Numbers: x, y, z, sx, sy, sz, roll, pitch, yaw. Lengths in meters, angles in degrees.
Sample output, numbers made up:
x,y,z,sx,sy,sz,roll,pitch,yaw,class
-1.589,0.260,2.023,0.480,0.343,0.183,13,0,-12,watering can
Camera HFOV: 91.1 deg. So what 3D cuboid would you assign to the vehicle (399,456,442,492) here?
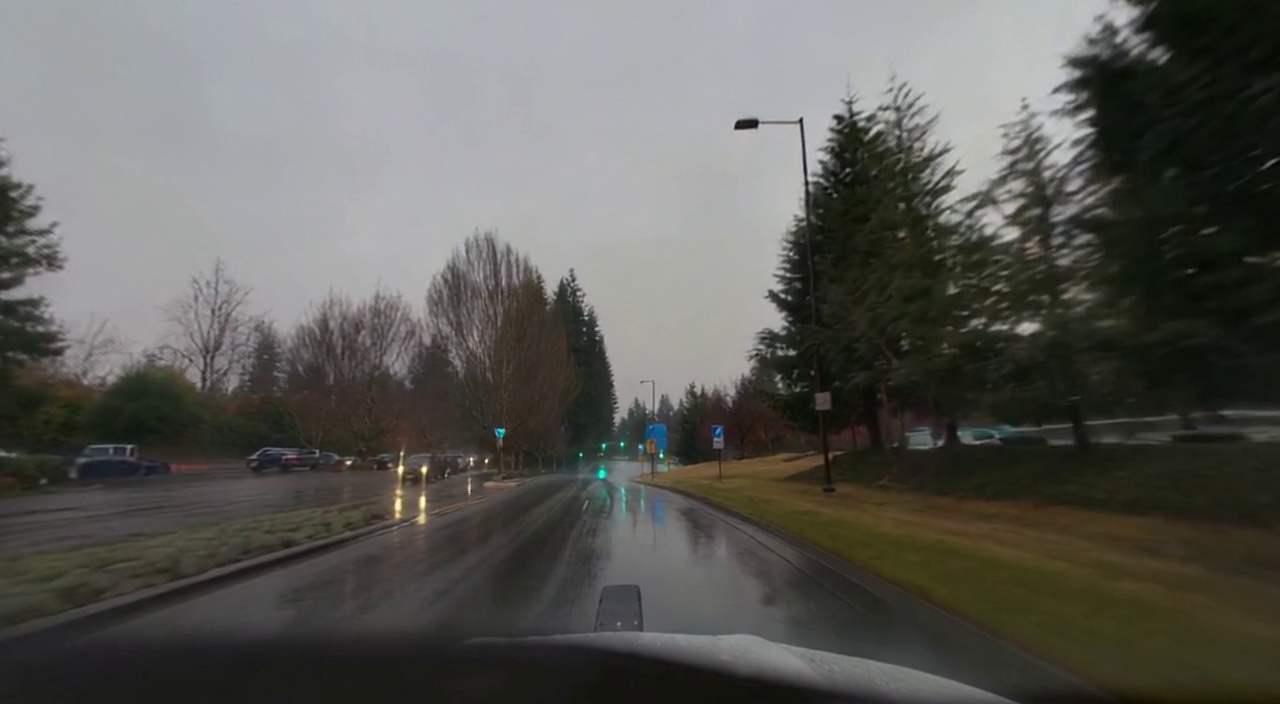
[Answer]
x,y,z,sx,sy,sz,roll,pitch,yaw,class
-12.013,6.555,34.218,1.861,1.736,4.241,2,-9,-24,vehicle
